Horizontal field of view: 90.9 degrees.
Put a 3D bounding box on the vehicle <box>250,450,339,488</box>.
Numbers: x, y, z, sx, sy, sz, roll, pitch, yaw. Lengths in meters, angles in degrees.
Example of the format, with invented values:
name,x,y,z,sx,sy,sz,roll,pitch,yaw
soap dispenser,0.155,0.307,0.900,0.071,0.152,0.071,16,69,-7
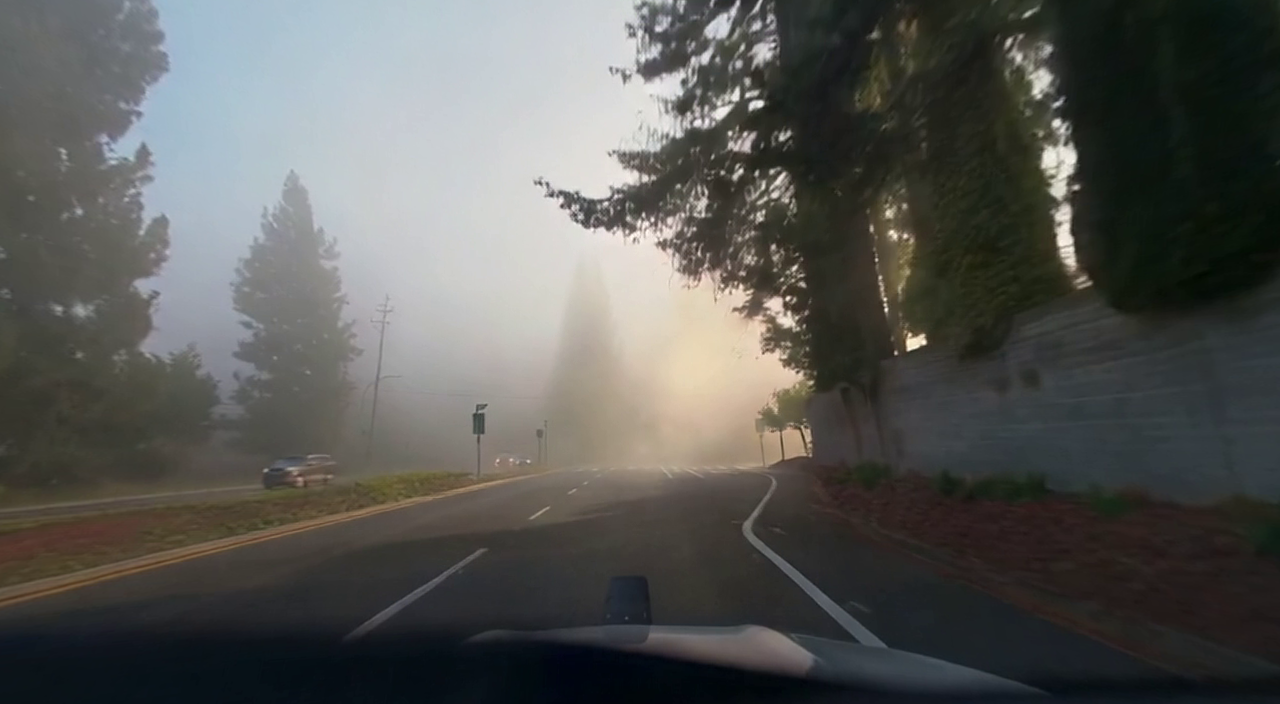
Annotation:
name,x,y,z,sx,sy,sz,roll,pitch,yaw
vehicle,-18.027,6.080,33.179,1.975,1.815,4.629,0,-8,1
